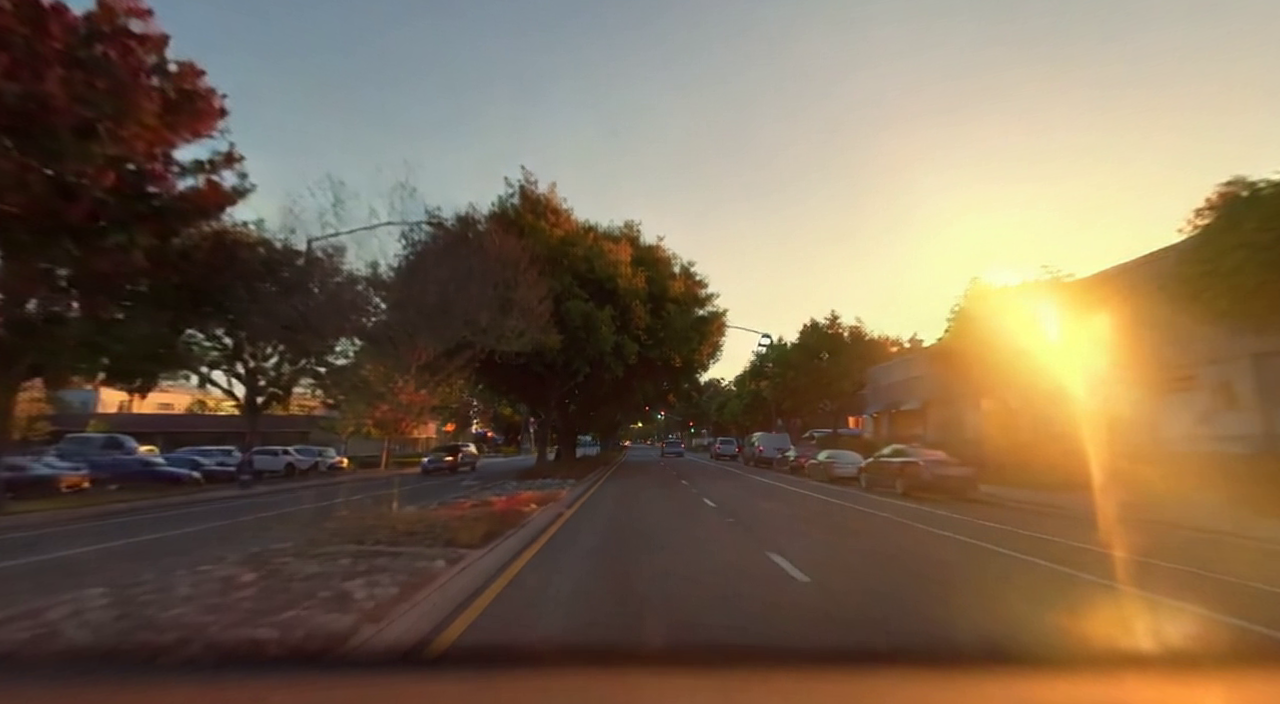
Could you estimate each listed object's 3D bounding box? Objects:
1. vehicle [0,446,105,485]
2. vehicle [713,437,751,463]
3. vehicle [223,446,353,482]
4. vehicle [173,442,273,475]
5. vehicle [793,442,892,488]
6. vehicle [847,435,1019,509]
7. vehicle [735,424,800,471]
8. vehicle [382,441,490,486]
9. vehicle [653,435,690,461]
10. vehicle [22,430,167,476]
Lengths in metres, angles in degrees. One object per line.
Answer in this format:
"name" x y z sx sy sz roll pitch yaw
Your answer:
"vehicle" -25.314 4.632 26.010 1.893 1.477 4.621 -3 -9 15
"vehicle" 7.017 7.536 48.755 2.088 1.848 4.936 0 -9 -2
"vehicle" -15.405 4.891 27.788 4.635 1.457 2.060 -2 -8 10
"vehicle" -24.750 6.395 37.741 1.980 1.780 4.859 -4 -11 12
"vehicle" 7.161 4.017 22.934 1.862 1.464 4.892 0 -8 -1
"vehicle" 7.393 3.048 16.685 1.951 1.601 5.147 0 -8 -2
"vehicle" 7.115 5.413 36.103 2.323 2.433 5.901 0 -8 -1
"vehicle" -8.041 4.280 24.681 2.165 1.567 4.700 7 -11 -43
"vehicle" 2.237 7.026 46.277 2.293 1.814 4.589 0 -8 -3
"vehicle" -35.054 6.593 40.982 2.637 2.648 6.556 -4 -10 14
